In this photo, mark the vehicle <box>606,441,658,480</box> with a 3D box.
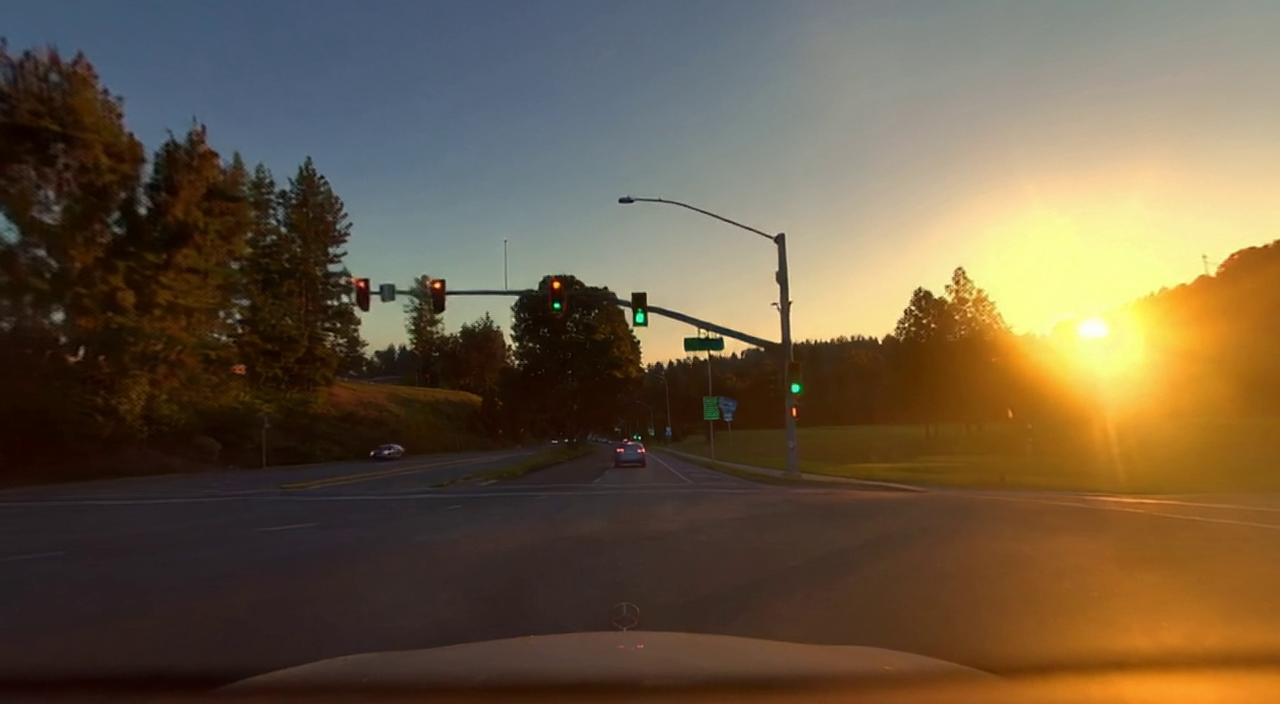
[{"bbox_3d":[-0.301,4.356,25.527,1.954,1.469,3.465,0,-8,0],"label":"vehicle"}]
